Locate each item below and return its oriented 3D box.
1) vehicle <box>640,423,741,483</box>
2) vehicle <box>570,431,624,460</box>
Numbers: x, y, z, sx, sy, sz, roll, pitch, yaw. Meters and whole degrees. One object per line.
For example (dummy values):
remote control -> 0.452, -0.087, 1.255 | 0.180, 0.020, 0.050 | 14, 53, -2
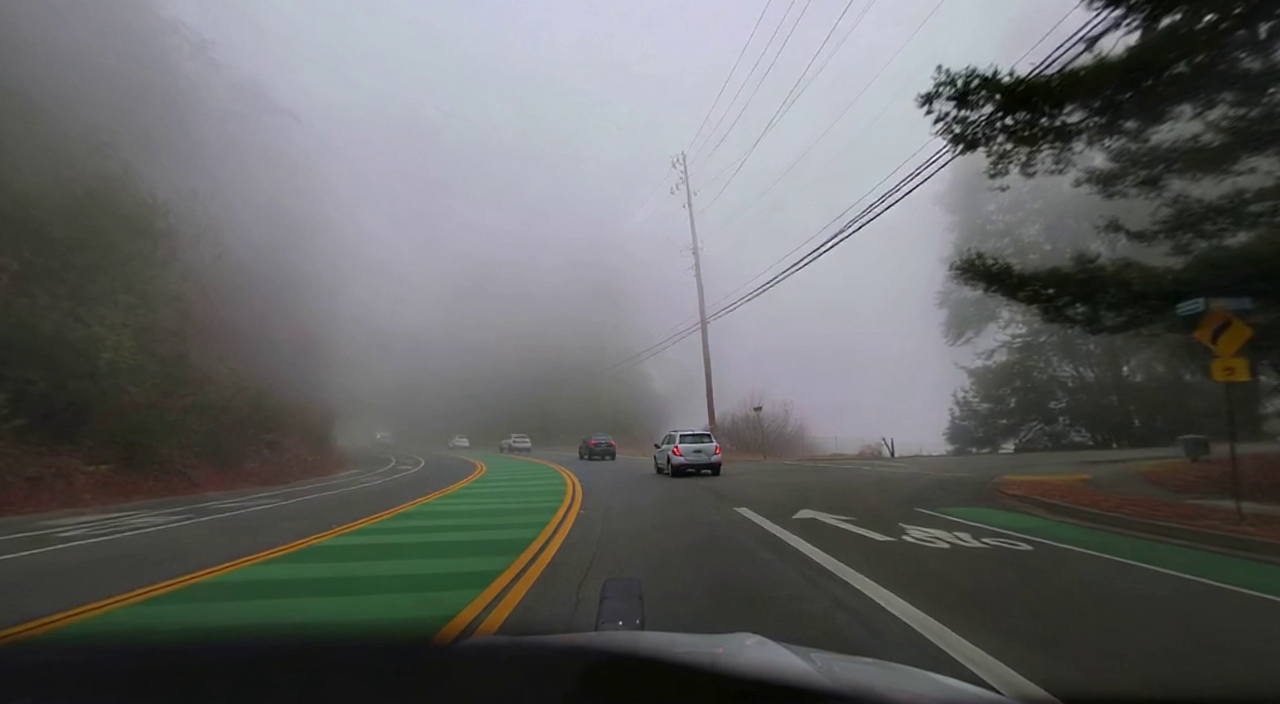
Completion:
vehicle -> 1.526, 3.365, 21.200 | 2.140, 1.767, 4.720 | 2, -9, -11
vehicle -> -2.721, 5.789, 39.015 | 2.075, 1.699, 4.520 | 3, -9, -20
